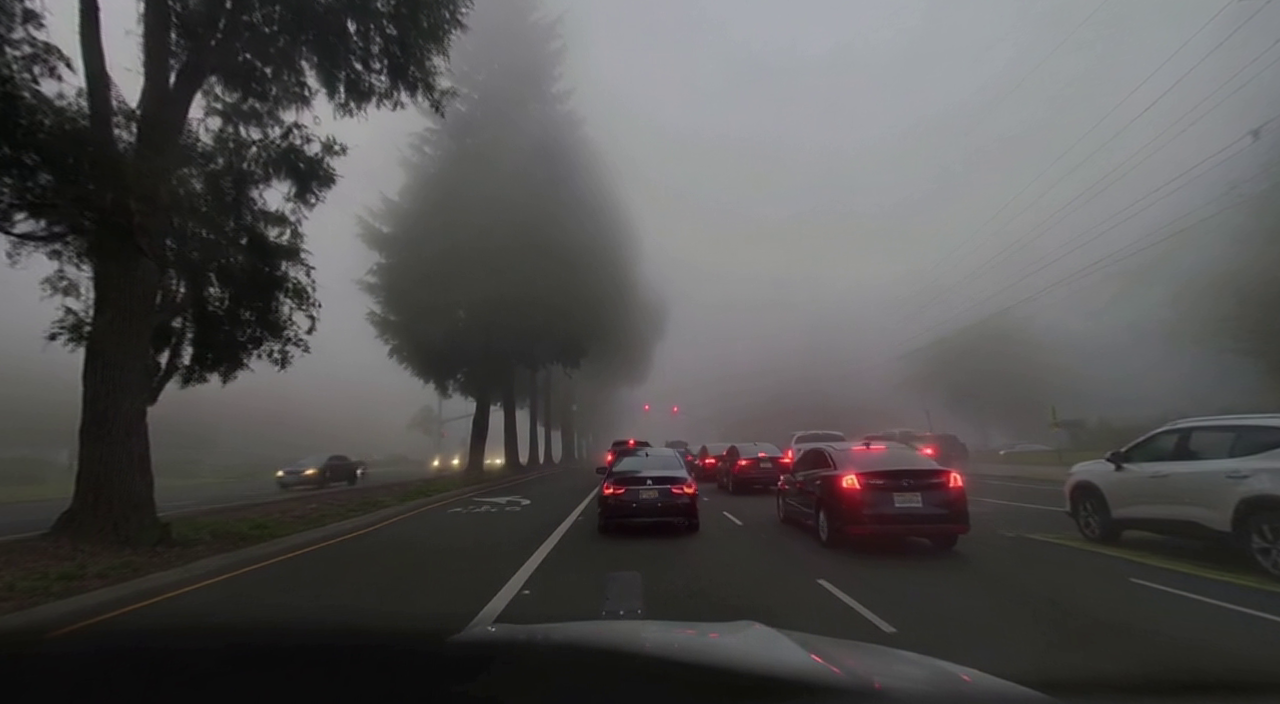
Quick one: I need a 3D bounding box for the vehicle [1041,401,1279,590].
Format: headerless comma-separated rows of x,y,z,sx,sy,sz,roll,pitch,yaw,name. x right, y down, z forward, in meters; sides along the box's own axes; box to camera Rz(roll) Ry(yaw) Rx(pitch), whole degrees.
6.924,1.507,7.024,1.987,1.730,4.373,0,-9,-1,vehicle

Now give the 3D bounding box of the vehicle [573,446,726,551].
0.090,2.228,10.357,1.990,1.347,4.067,0,-9,-1,vehicle

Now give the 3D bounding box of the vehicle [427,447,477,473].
-12.464,7.147,42.111,1.963,1.649,4.290,0,-9,0,vehicle

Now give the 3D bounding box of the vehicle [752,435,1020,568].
3.175,2.033,9.531,1.970,1.445,4.974,0,-9,-1,vehicle

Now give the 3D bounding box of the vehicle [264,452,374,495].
-12.308,4.658,24.604,1.943,1.467,4.442,0,-9,0,vehicle
